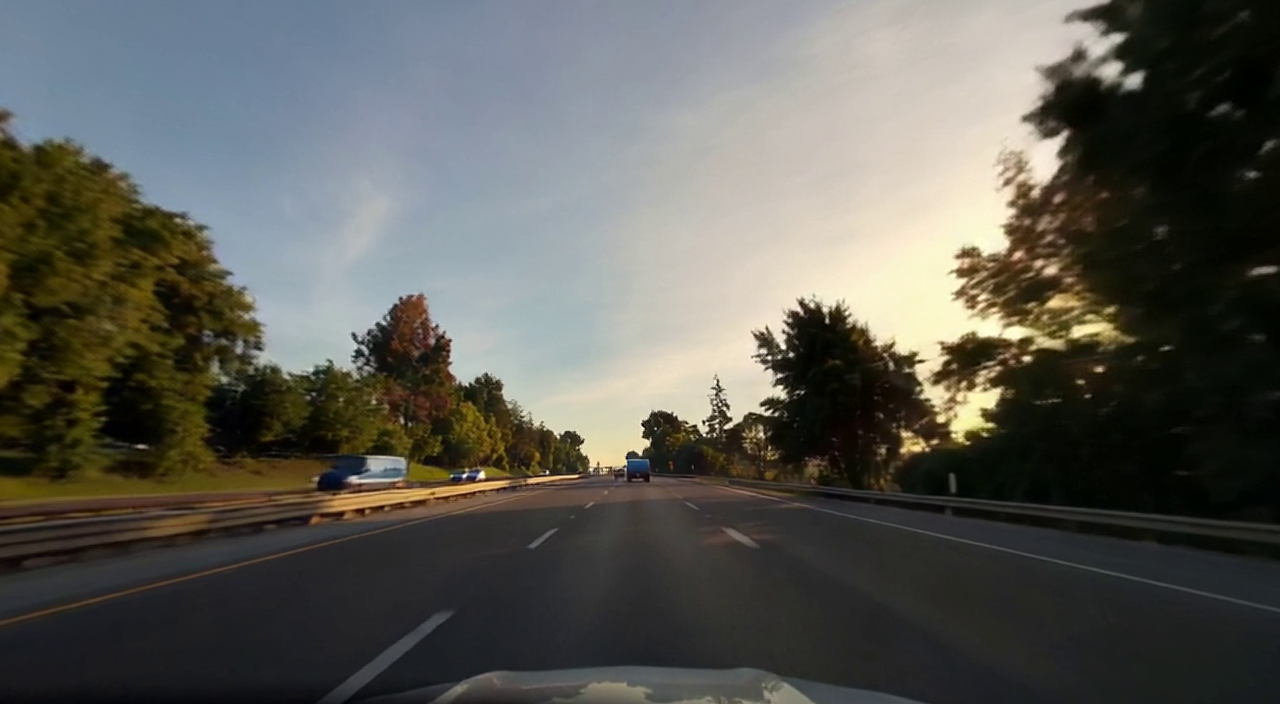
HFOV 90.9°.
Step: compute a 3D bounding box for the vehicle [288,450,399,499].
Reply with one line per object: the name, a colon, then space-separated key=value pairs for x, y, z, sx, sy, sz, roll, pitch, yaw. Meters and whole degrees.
vehicle: x=-13.007 y=5.437 z=28.151 sx=2.242 sy=1.891 sz=5.442 roll=1 pitch=-10 yaw=0
